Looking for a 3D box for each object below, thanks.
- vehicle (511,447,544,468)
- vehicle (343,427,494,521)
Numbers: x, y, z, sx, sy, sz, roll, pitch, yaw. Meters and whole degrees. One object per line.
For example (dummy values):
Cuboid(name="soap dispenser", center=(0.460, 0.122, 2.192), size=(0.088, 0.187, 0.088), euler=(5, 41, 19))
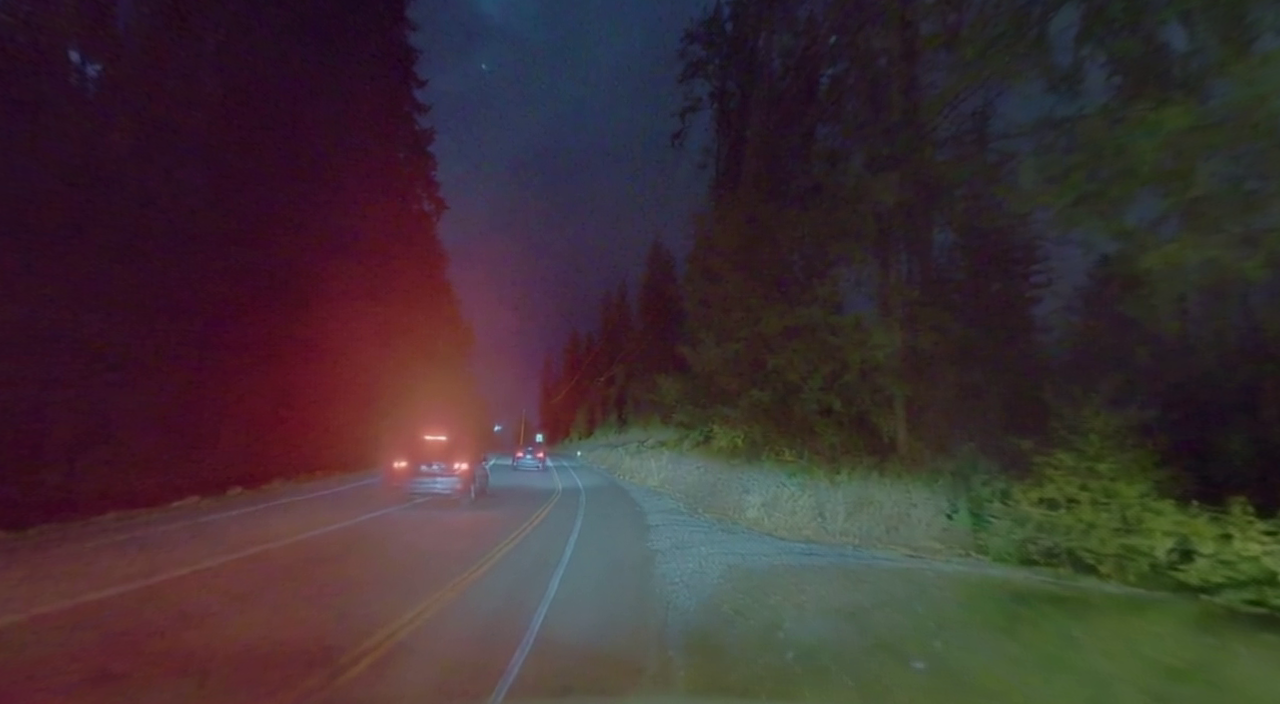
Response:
Cuboid(name="vehicle", center=(-8.339, 7.866, 47.205), size=(2.042, 1.483, 4.288), euler=(0, -8, -5))
Cuboid(name="vehicle", center=(-5.015, 2.806, 15.184), size=(2.104, 1.851, 4.992), euler=(0, -8, -4))
